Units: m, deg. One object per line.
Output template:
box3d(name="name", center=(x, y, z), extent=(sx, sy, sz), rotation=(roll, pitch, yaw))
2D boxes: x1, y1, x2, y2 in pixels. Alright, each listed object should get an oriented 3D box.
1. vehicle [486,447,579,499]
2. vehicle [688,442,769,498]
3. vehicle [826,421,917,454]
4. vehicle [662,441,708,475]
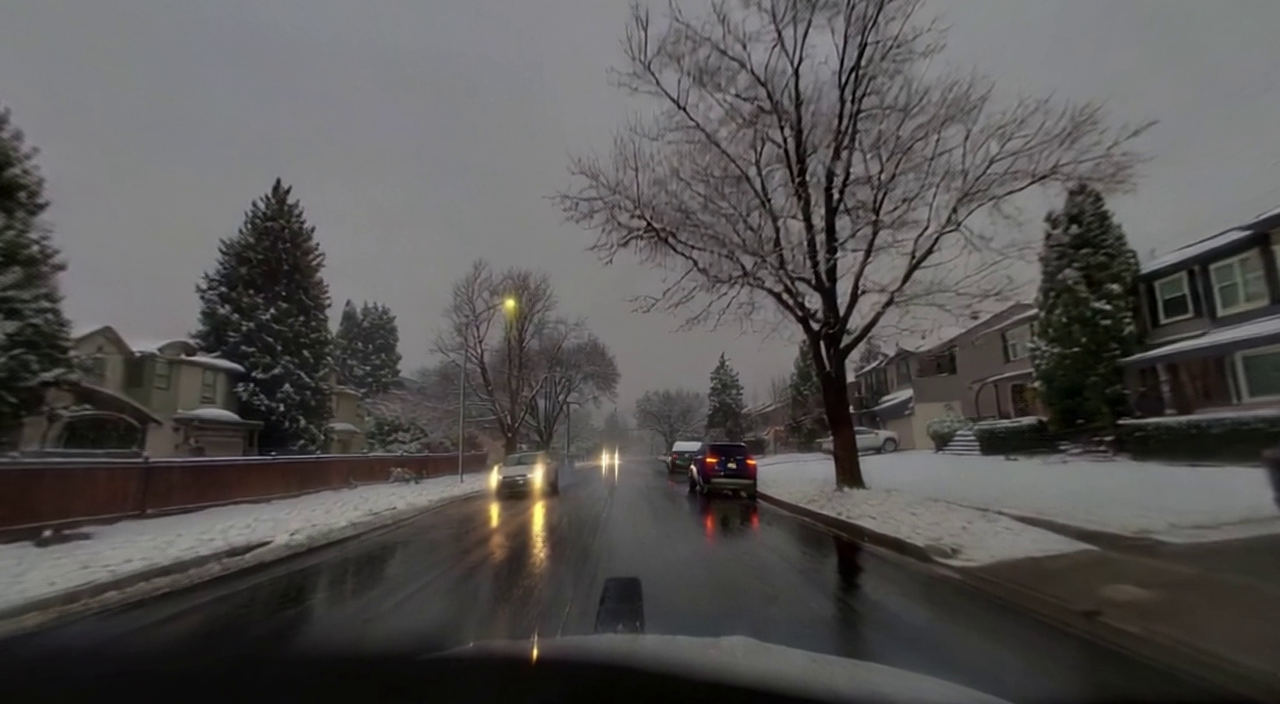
box3d(name="vehicle", center=(-3.384, 3.931, 20.995), extent=(2.104, 1.497, 4.781), rotation=(0, -9, 2))
box3d(name="vehicle", center=(2.832, 3.884, 21.277), extent=(2.079, 1.651, 4.783), rotation=(0, -9, 1))
box3d(name="vehicle", center=(12.905, 4.779, 35.476), extent=(4.310, 1.805, 2.289), rotation=(-1, -7, 5))
box3d(name="vehicle", center=(2.678, 6.514, 38.945), extent=(2.350, 1.912, 5.696), rotation=(0, -9, -1))
